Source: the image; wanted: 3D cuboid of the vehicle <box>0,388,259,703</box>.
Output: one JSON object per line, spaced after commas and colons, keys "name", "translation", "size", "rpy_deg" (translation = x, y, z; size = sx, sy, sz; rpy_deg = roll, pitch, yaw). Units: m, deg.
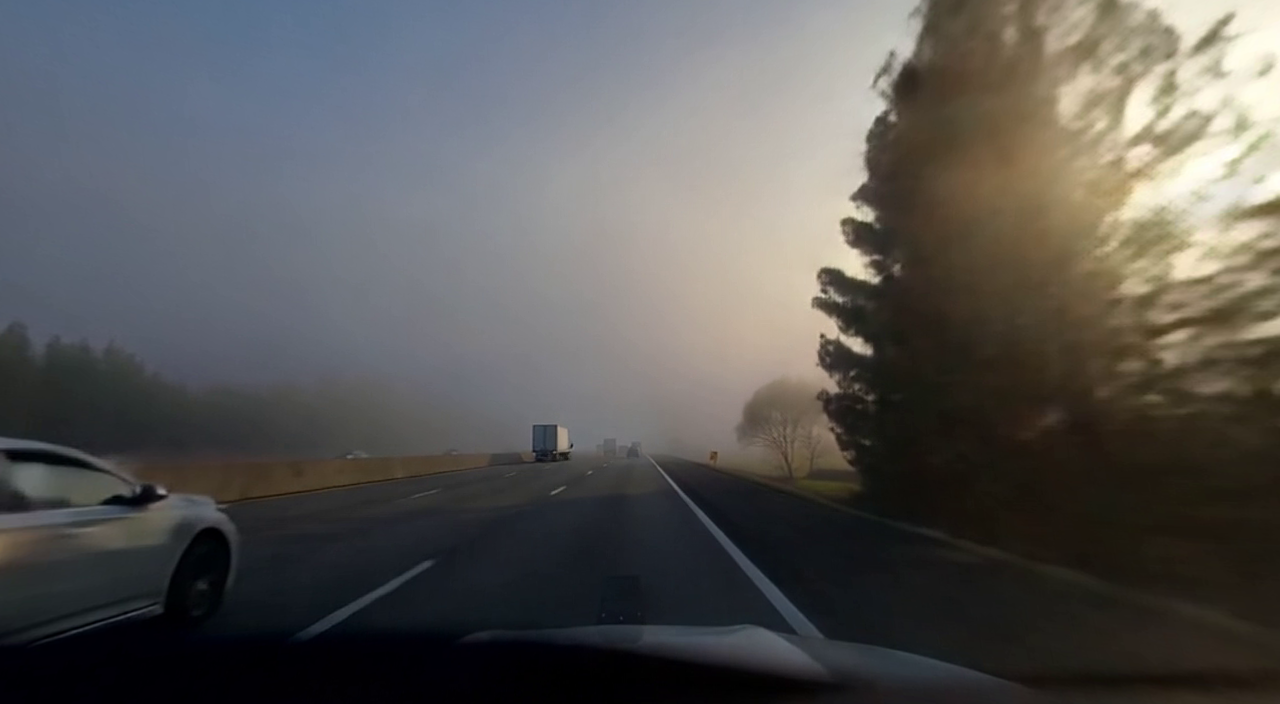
{"name": "vehicle", "translation": [-3.854, 0.850, 2.172], "size": [2.028, 1.553, 4.820], "rpy_deg": [0, -9, 0]}
